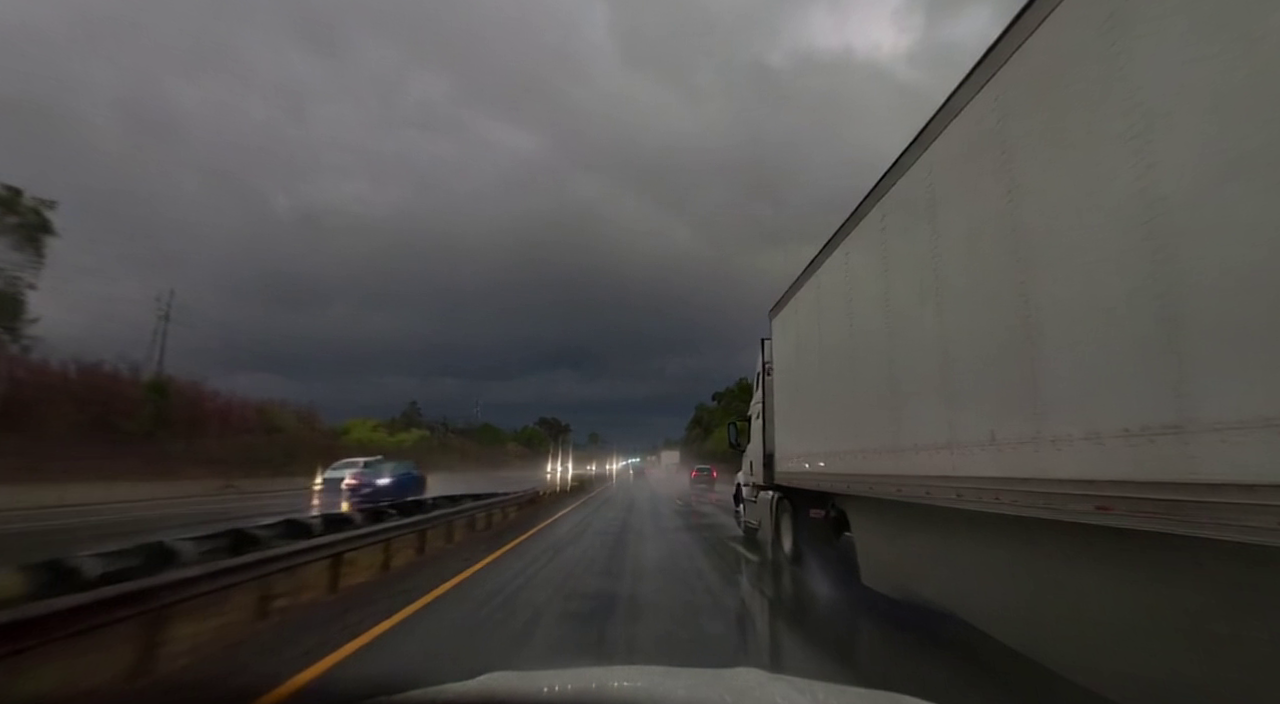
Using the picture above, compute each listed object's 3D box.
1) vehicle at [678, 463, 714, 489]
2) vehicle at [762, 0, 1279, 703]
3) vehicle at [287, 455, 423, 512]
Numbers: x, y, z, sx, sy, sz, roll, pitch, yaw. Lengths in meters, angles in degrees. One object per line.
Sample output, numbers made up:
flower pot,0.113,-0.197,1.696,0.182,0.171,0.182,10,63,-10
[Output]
vehicle,3.906,8.752,44.580,2.018,1.674,4.029,1,-10,-2
vehicle,3.653,0.096,3.997,2.863,4.088,14.040,1,-10,0
vehicle,-9.200,4.290,20.869,2.342,1.619,4.480,1,-10,0
